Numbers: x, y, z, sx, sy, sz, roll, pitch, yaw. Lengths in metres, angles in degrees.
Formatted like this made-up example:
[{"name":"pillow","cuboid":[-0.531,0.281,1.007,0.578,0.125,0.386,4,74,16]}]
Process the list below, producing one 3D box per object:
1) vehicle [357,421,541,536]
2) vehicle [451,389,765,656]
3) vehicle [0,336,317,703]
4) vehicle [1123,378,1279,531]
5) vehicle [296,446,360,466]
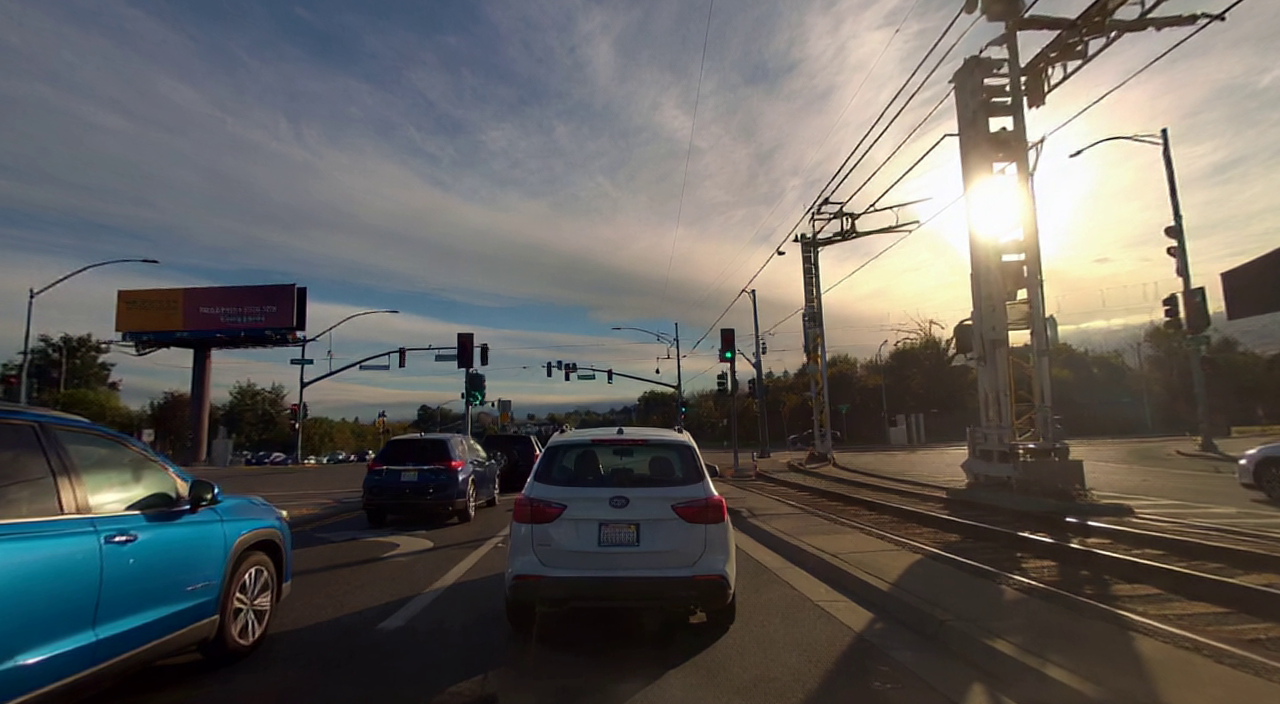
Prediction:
[{"name":"vehicle","cuboid":[-3.153,2.188,11.519,1.988,1.678,4.317,0,-9,0]},{"name":"vehicle","cuboid":[-0.212,1.381,6.009,2.025,1.723,3.644,0,-9,0]},{"name":"vehicle","cuboid":[-3.933,0.875,3.049,2.052,1.814,5.184,0,-9,-1]},{"name":"vehicle","cuboid":[9.614,1.318,8.211,5.060,1.702,2.033,1,-9,-4]},{"name":"vehicle","cuboid":[-24.213,8.073,49.096,4.357,1.444,1.842,-3,-9,19]}]
